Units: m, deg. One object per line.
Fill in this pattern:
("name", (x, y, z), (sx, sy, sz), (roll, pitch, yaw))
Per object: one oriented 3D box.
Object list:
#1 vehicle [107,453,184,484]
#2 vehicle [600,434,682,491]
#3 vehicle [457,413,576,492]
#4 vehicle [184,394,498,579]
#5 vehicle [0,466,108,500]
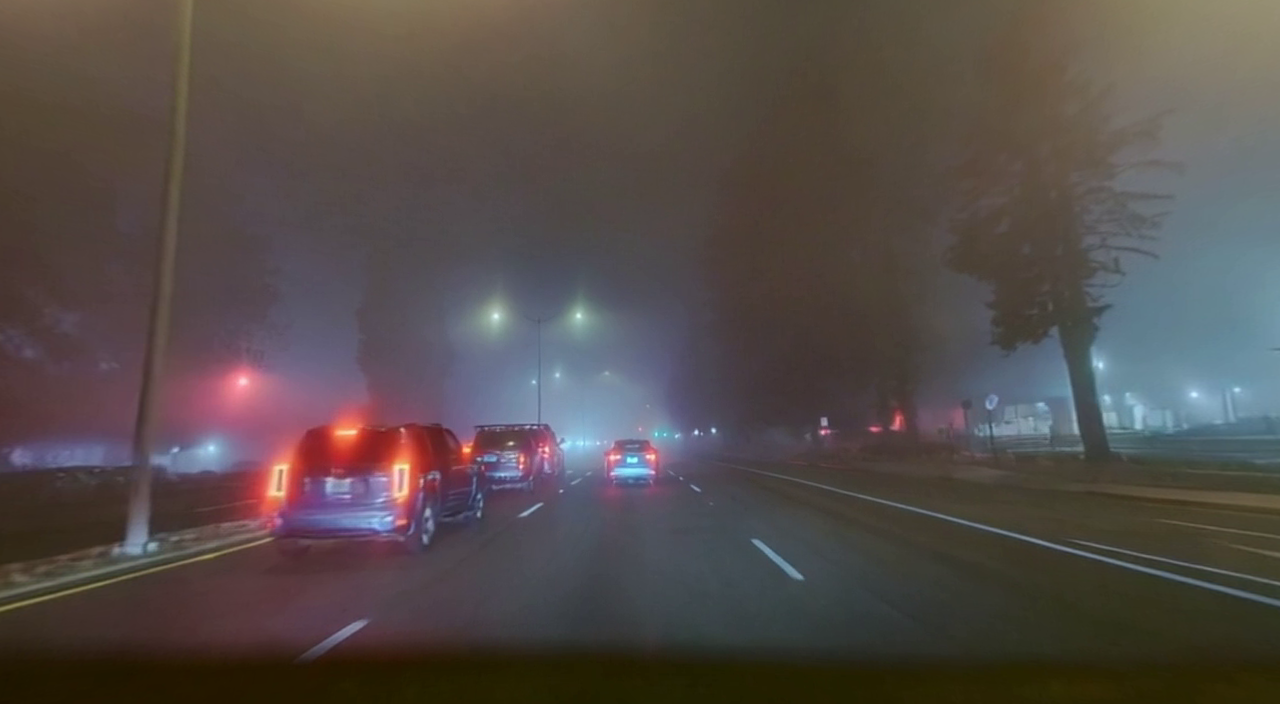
("vehicle", (-33.997, 7.994, 43.617), (2.146, 1.907, 4.954), (2, -9, -12))
("vehicle", (-0.019, 3.168, 18.448), (2.126, 1.475, 3.967), (0, -8, -1))
("vehicle", (-3.389, 2.950, 18.748), (2.301, 1.985, 5.531), (0, -8, 1))
("vehicle", (-3.338, 1.595, 8.225), (2.046, 1.751, 4.208), (0, -8, -1))
("vehicle", (-27.610, 6.013, 29.093), (4.300, 1.427, 1.877), (1, -9, -8))
